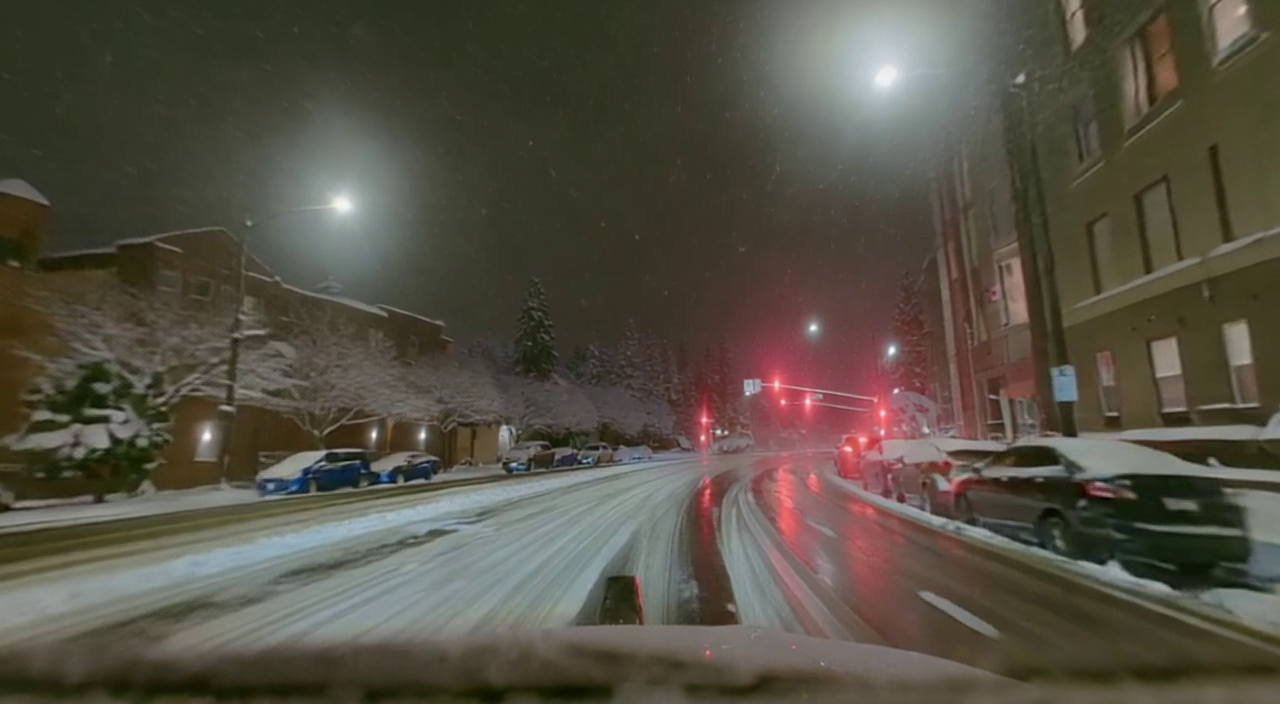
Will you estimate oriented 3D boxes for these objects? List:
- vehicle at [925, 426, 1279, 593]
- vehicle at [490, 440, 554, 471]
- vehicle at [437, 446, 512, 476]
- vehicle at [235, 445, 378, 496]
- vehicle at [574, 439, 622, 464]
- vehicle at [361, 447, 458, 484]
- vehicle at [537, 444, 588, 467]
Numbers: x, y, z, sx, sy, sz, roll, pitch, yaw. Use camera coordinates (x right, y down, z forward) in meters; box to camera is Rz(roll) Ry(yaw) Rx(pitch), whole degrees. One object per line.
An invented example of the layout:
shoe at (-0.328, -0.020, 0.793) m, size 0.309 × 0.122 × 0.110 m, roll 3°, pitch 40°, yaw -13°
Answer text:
vehicle at (5.576, 1.778, 8.151) m, size 1.977 × 1.497 × 4.680 m, roll -1°, pitch -8°, yaw 5°
vehicle at (-7.112, 6.279, 38.699) m, size 1.933 × 1.759 × 5.002 m, roll -2°, pitch -9°, yaw 13°
vehicle at (-8.702, 5.738, 33.642) m, size 1.811 × 1.459 × 4.702 m, roll -2°, pitch -9°, yaw 13°
vehicle at (-11.070, 3.937, 21.428) m, size 1.882 × 1.508 × 4.476 m, roll -1°, pitch -8°, yaw 9°
vehicle at (-3.251, 7.807, 49.784) m, size 2.083 × 1.882 × 4.642 m, roll -3°, pitch -9°, yaw 19°
vehicle at (-10.015, 4.923, 27.885) m, size 1.841 × 1.444 × 4.554 m, roll -2°, pitch -8°, yaw 11°
vehicle at (-5.335, 7.227, 44.254) m, size 1.830 × 1.497 × 4.436 m, roll -3°, pitch -9°, yaw 18°
